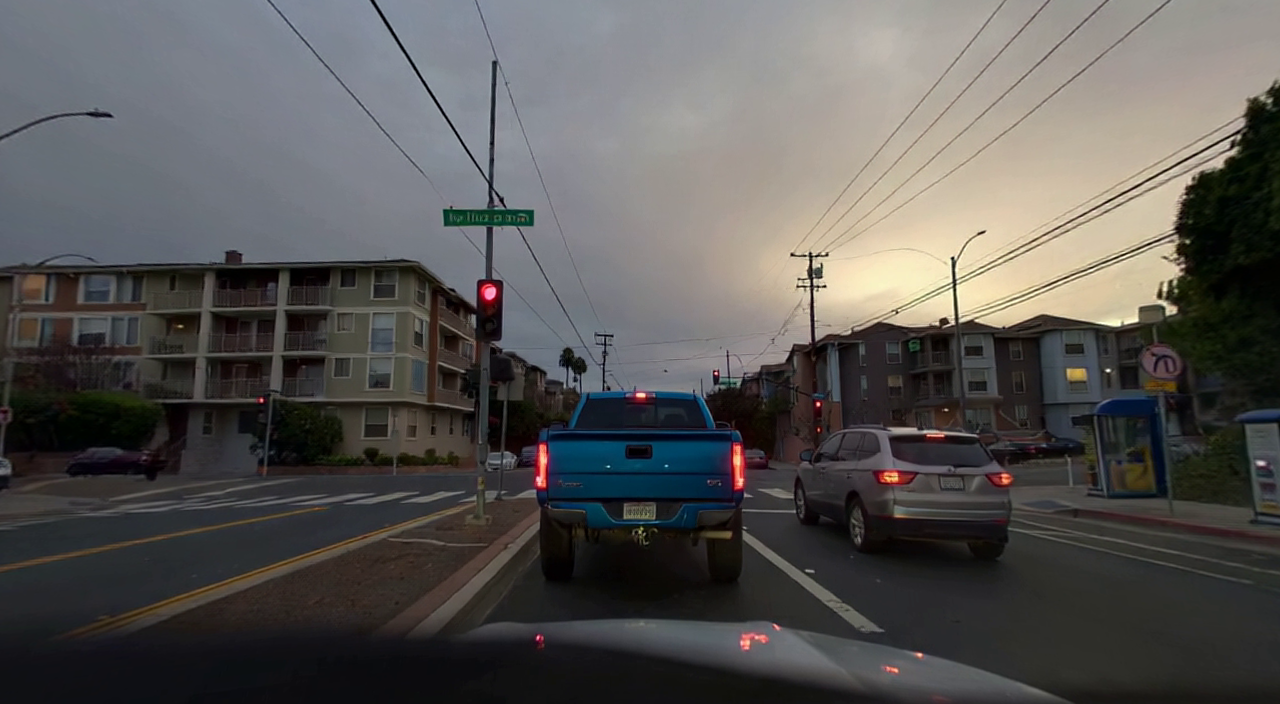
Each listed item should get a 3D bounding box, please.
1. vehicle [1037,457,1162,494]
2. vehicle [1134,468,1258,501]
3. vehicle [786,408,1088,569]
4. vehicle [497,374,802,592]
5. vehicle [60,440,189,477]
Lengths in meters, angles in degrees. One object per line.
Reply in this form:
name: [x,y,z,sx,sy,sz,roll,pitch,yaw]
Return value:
vehicle: [21.892,5.875,30.154,4.498,1.618,1.843,0,-8,0]
vehicle: [26.369,6.280,29.990,4.071,1.388,1.884,0,-8,1]
vehicle: [3.840,1.860,9.399,2.131,1.759,4.762,0,-8,-1]
vehicle: [0.110,1.552,8.301,2.738,1.959,5.070,0,-8,1]
vehicle: [-24.848,5.140,30.468,4.563,1.692,1.778,0,-8,-1]
